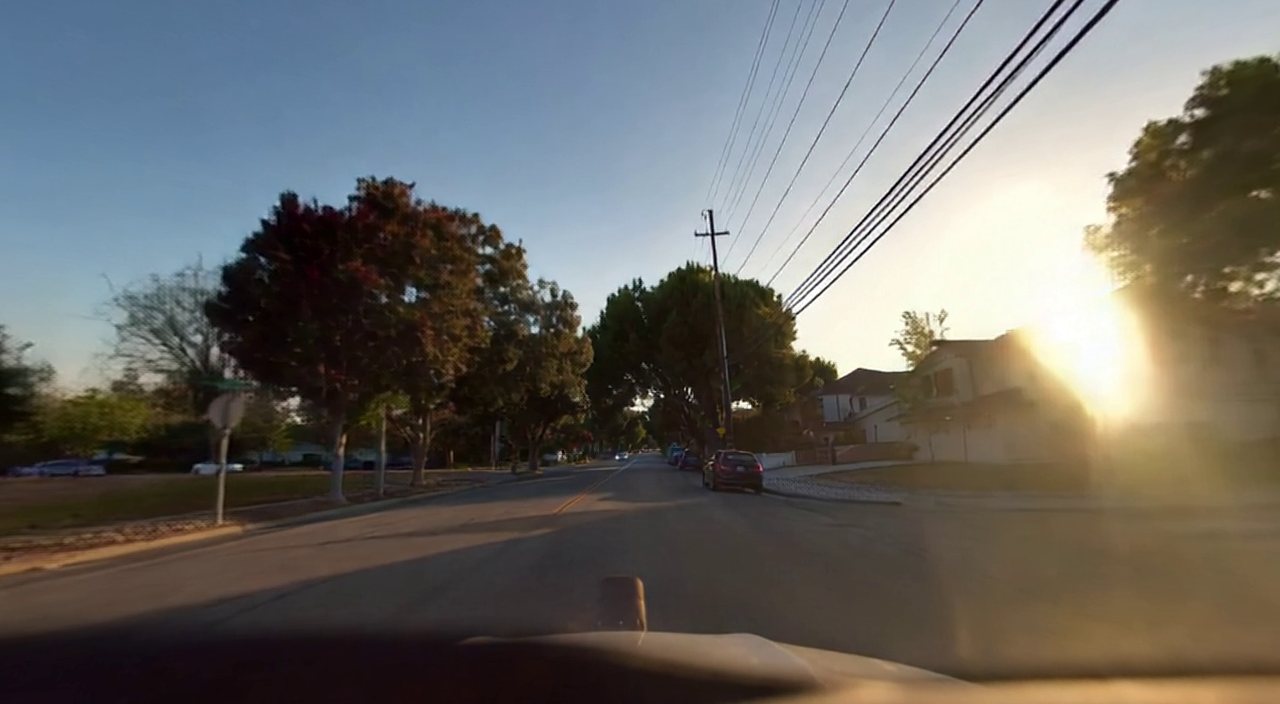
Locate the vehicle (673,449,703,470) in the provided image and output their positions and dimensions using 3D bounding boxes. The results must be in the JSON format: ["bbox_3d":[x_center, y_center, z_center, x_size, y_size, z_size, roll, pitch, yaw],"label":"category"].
[{"bbox_3d":[3.656,8.274,48.667,1.915,1.491,4.642,0,-9,0],"label":"vehicle"}]

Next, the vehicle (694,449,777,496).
[{"bbox_3d":[3.122,4.039,21.632,1.990,1.435,4.526,0,-9,-2],"label":"vehicle"}]
